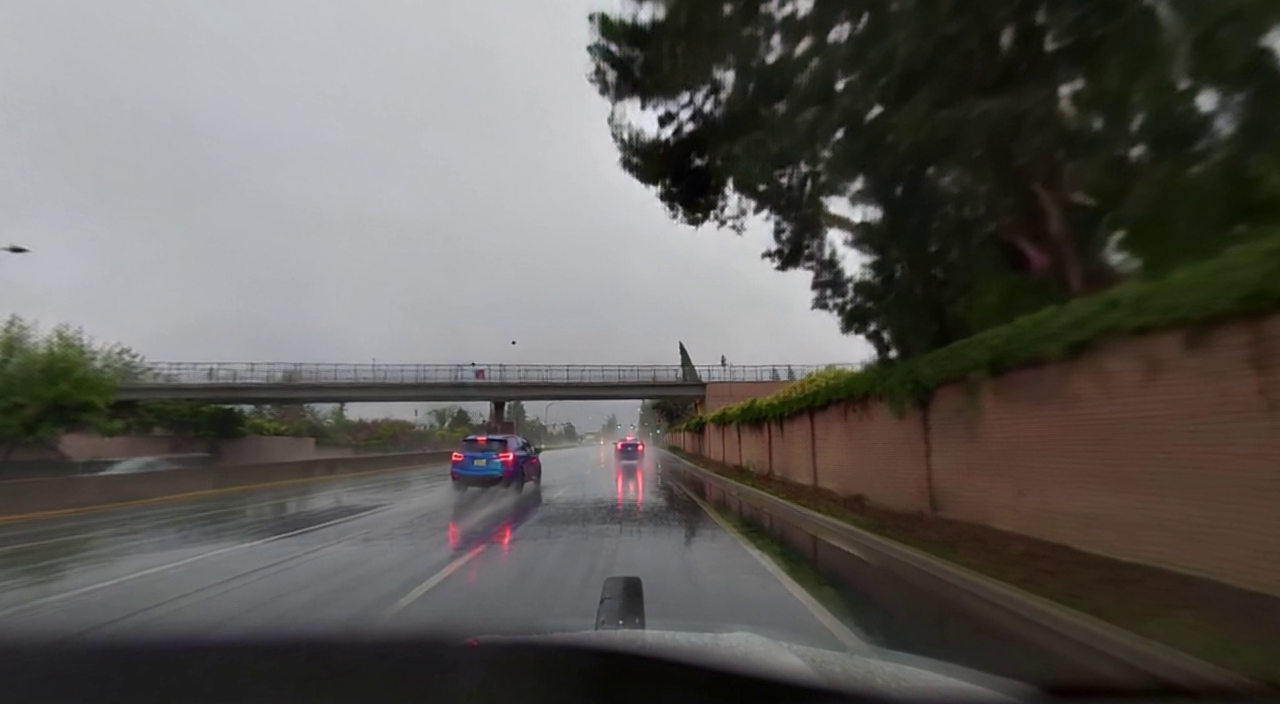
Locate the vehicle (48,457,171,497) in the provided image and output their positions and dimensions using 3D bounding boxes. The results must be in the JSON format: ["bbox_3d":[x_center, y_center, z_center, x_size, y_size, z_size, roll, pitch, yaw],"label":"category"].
[{"bbox_3d":[-24.808,5.824,29.816,1.854,1.645,4.522,0,-8,0],"label":"vehicle"}]

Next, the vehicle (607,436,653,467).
[{"bbox_3d":[-0.507,5.155,32.813,2.205,1.509,4.272,0,-8,-1],"label":"vehicle"}]

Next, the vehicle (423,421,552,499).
[{"bbox_3d":[-3.862,2.840,16.979,2.223,1.771,4.581,0,-8,1],"label":"vehicle"}]
